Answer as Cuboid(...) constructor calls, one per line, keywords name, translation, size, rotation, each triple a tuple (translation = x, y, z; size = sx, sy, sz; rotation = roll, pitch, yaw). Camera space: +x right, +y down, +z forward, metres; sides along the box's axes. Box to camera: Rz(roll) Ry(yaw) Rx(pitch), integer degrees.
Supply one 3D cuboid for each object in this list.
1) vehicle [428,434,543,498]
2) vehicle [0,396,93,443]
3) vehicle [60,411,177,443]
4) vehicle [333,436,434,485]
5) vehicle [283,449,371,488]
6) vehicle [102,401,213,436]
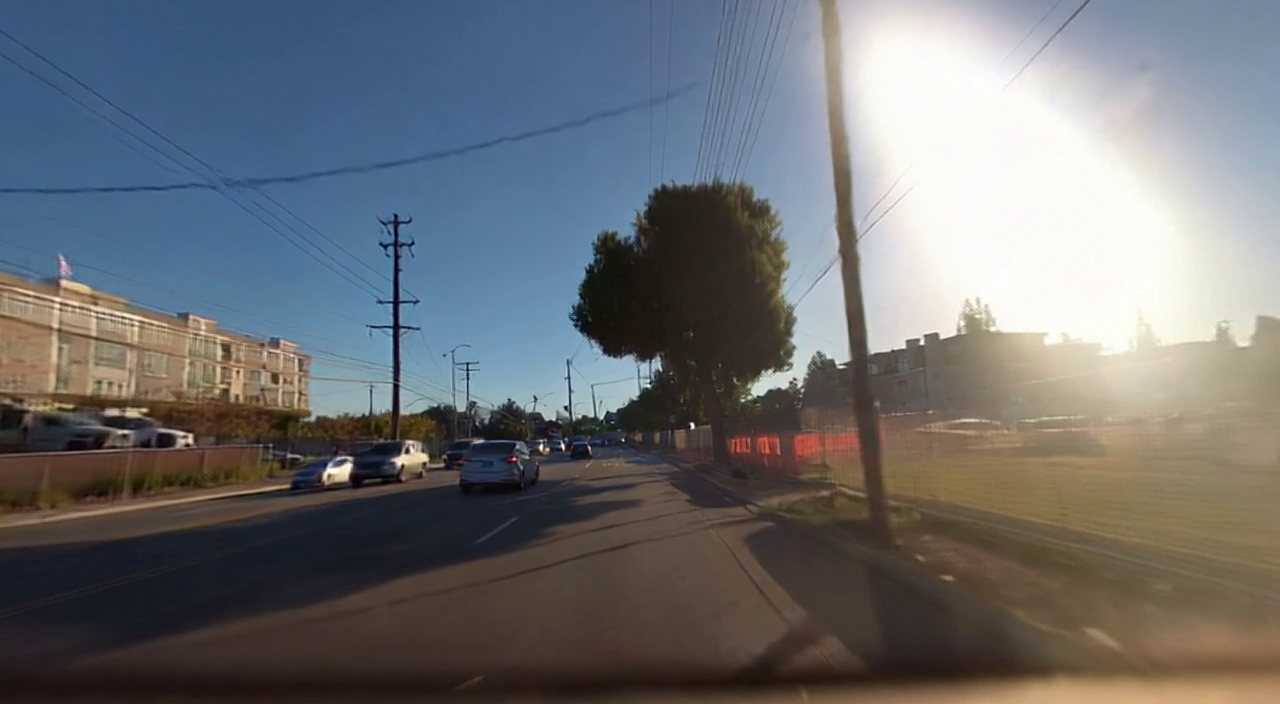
Cuboid(name="vehicle", translation=(-4.022, 3.046, 17.273), size=(2.020, 1.489, 4.469), rotation=(0, -8, 0))
Cuboid(name="vehicle", translation=(-24.873, 2.656, 24.714), size=(4.635, 1.737, 2.146), rotation=(1, -8, -4))
Cuboid(name="vehicle", translation=(-24.967, 3.620, 30.274), size=(3.898, 1.463, 1.839), rotation=(1, -8, -2))
Cuboid(name="vehicle", translation=(-10.633, 4.520, 26.570), size=(2.206, 1.845, 4.917), rotation=(1, -8, -1))
Cuboid(name="vehicle", translation=(-14.637, 5.427, 29.748), size=(2.081, 1.515, 4.307), rotation=(-3, -8, -2))
Cuboid(name="vehicle", translation=(-24.584, 3.427, 32.198), size=(3.949, 1.754, 2.074), rotation=(0, -7, 0))
